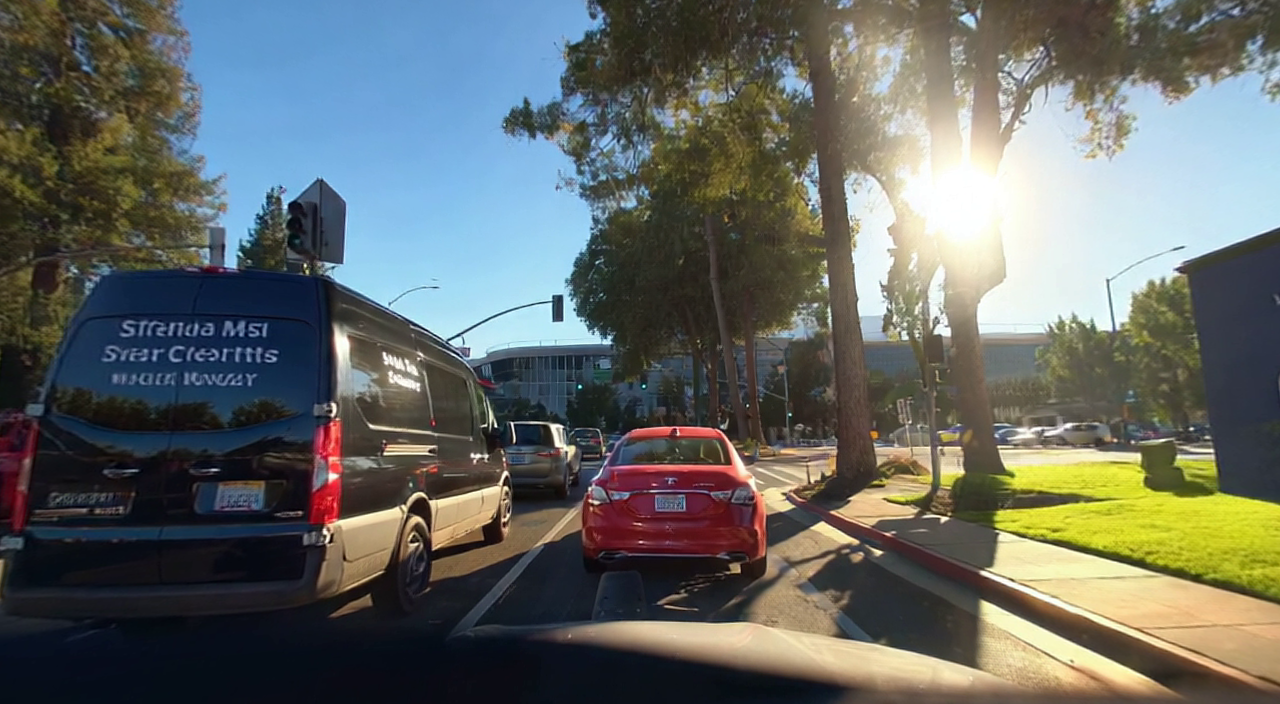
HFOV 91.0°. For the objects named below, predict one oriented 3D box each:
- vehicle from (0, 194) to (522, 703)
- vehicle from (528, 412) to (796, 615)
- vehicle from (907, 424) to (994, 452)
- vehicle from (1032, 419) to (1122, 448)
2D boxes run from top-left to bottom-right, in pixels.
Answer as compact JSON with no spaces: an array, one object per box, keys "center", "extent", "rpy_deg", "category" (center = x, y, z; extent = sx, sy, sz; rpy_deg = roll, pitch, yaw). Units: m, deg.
[{"center":[-3.078,0.953,6.458],"extent":[2.555,3.035,5.702],"rpy_deg":[0,-8,0],"category":"vehicle"},{"center":[0.365,1.757,7.849],"extent":[2.398,1.773,4.254],"rpy_deg":[-1,-8,5],"category":"vehicle"},{"center":[21.930,6.101,44.518],"extent":[5.021,1.848,2.210],"rpy_deg":[1,-9,-9],"category":"vehicle"},{"center":[32.001,6.023,46.164],"extent":[5.084,2.041,2.360],"rpy_deg":[2,-9,-9],"category":"vehicle"}]
